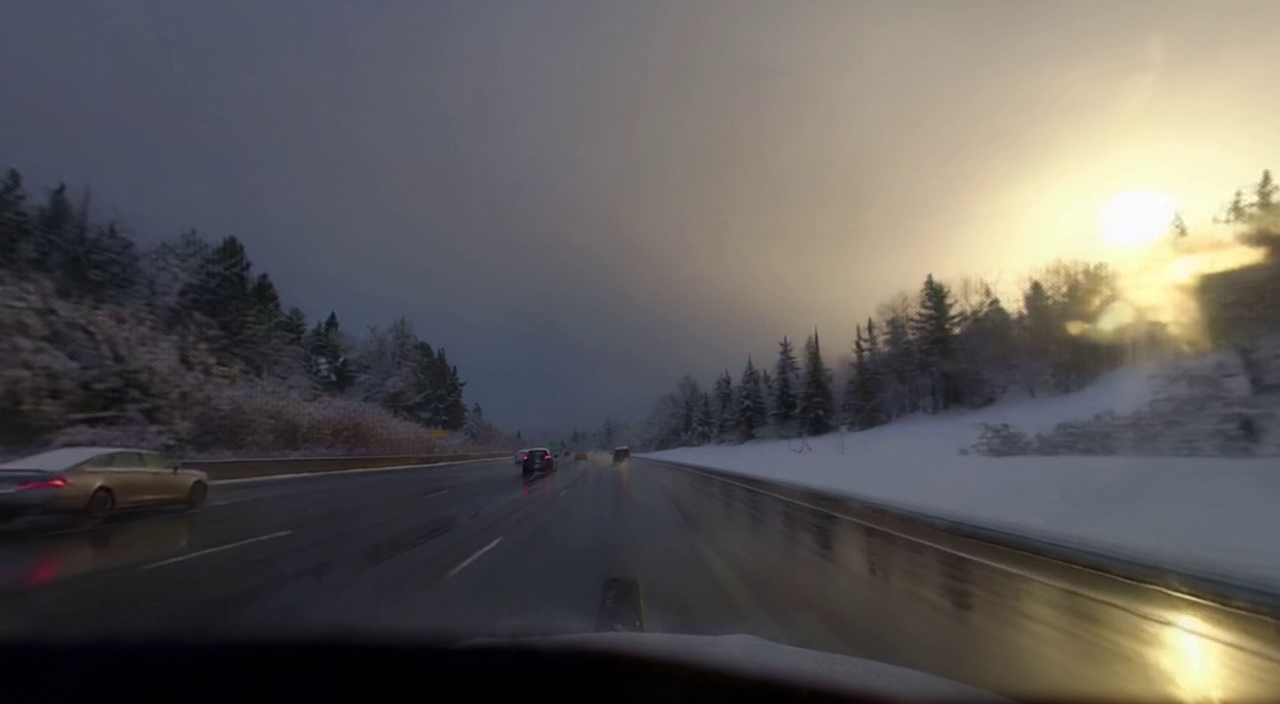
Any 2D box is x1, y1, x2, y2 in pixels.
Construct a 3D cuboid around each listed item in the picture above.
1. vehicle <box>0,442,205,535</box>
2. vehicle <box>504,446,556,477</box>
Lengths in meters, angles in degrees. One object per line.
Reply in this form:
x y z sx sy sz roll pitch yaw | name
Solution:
-11.327 2.587 12.601 1.960 1.487 4.593 0 -9 0 | vehicle
-5.622 5.642 32.675 2.120 1.458 4.031 0 -9 -2 | vehicle
